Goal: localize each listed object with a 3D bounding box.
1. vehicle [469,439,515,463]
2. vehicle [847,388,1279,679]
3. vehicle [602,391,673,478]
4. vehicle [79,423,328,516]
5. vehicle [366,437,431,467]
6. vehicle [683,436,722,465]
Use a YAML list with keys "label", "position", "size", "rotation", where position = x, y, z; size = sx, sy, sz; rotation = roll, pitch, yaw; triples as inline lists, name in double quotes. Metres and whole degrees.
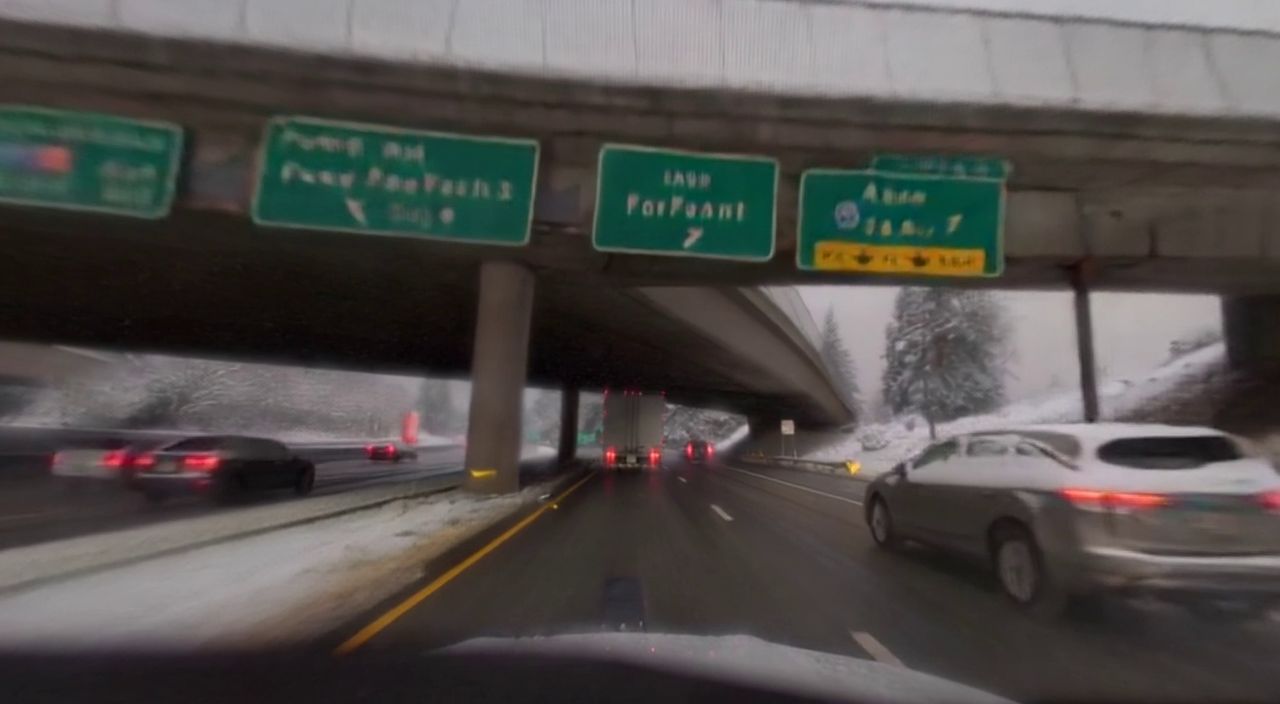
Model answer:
- label: "vehicle"
  position: [-9.890, 6.662, 42.508]
  size: [2.057, 1.506, 4.829]
  rotation: [0, -9, -2]
- label: "vehicle"
  position: [4.074, 1.458, 6.372]
  size: [2.189, 1.709, 5.131]
  rotation: [0, -9, 0]
- label: "vehicle"
  position: [-0.179, 4.242, 31.573]
  size: [2.916, 3.584, 10.841]
  rotation: [0, -9, -1]
- label: "vehicle"
  position: [-8.510, 2.327, 12.971]
  size: [2.006, 1.562, 4.475]
  rotation: [0, -9, -2]
- label: "vehicle"
  position: [-13.060, 5.415, 34.391]
  size: [1.906, 1.510, 4.303]
  rotation: [0, -9, -2]
- label: "vehicle"
  position: [4.440, 7.139, 45.704]
  size: [2.174, 1.968, 5.016]
  rotation: [0, -9, -1]
